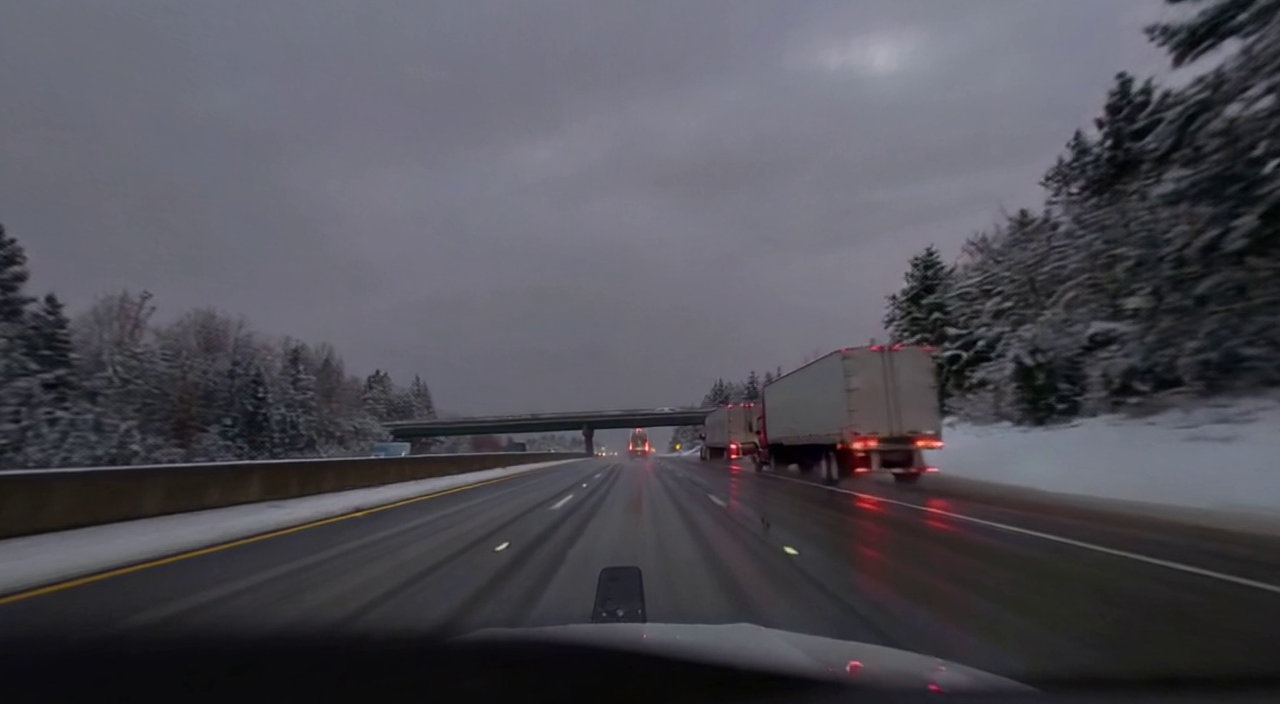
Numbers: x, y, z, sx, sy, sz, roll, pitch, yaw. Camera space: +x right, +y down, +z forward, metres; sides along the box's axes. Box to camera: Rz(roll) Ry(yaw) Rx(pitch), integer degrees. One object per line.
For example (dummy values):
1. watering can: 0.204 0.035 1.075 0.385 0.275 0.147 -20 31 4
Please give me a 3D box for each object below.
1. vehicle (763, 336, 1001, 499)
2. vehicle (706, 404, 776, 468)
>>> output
1. vehicle: 7.388 2.700 22.841 2.906 4.070 14.134 0 -9 0
2. vehicle: 7.219 6.515 47.785 2.937 4.105 14.800 0 -9 0
